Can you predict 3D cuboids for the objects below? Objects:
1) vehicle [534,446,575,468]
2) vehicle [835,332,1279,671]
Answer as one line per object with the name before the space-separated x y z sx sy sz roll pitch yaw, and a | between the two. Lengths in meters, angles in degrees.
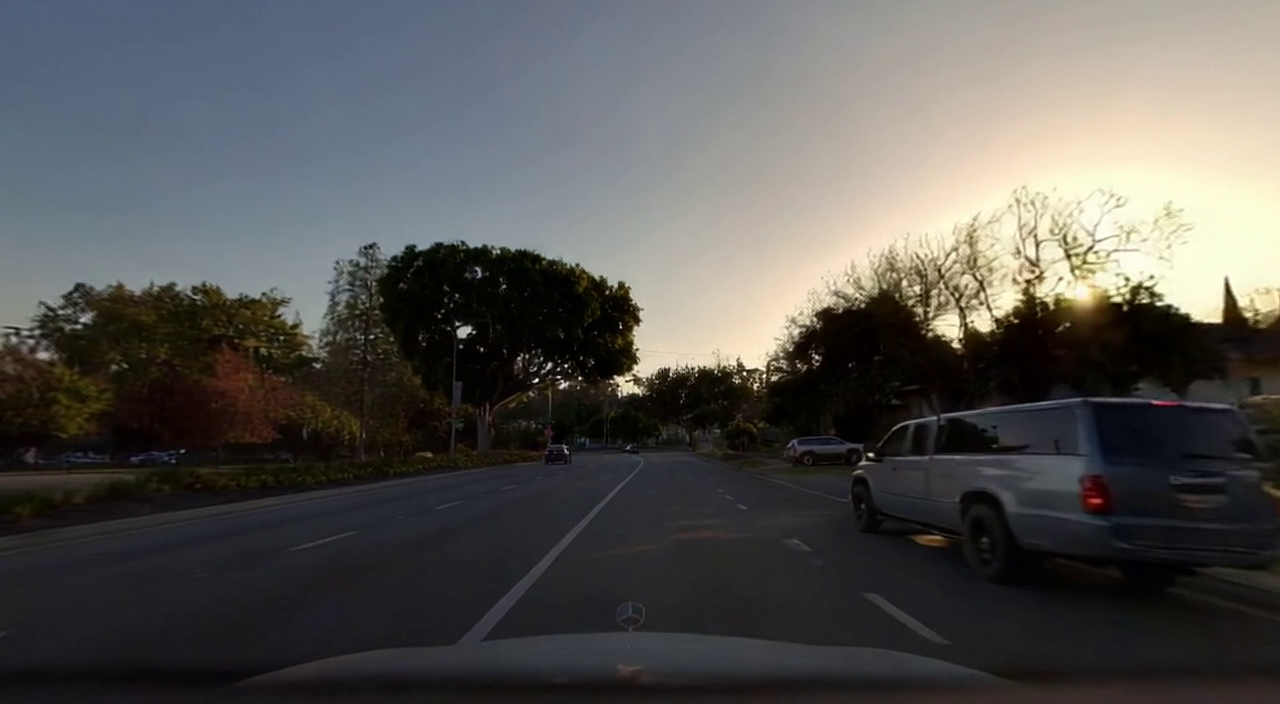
vehicle | -5.883 7.263 43.825 2.060 1.473 4.645 0 -8 1
vehicle | 4.543 1.357 7.102 2.695 2.013 6.661 0 -8 1
